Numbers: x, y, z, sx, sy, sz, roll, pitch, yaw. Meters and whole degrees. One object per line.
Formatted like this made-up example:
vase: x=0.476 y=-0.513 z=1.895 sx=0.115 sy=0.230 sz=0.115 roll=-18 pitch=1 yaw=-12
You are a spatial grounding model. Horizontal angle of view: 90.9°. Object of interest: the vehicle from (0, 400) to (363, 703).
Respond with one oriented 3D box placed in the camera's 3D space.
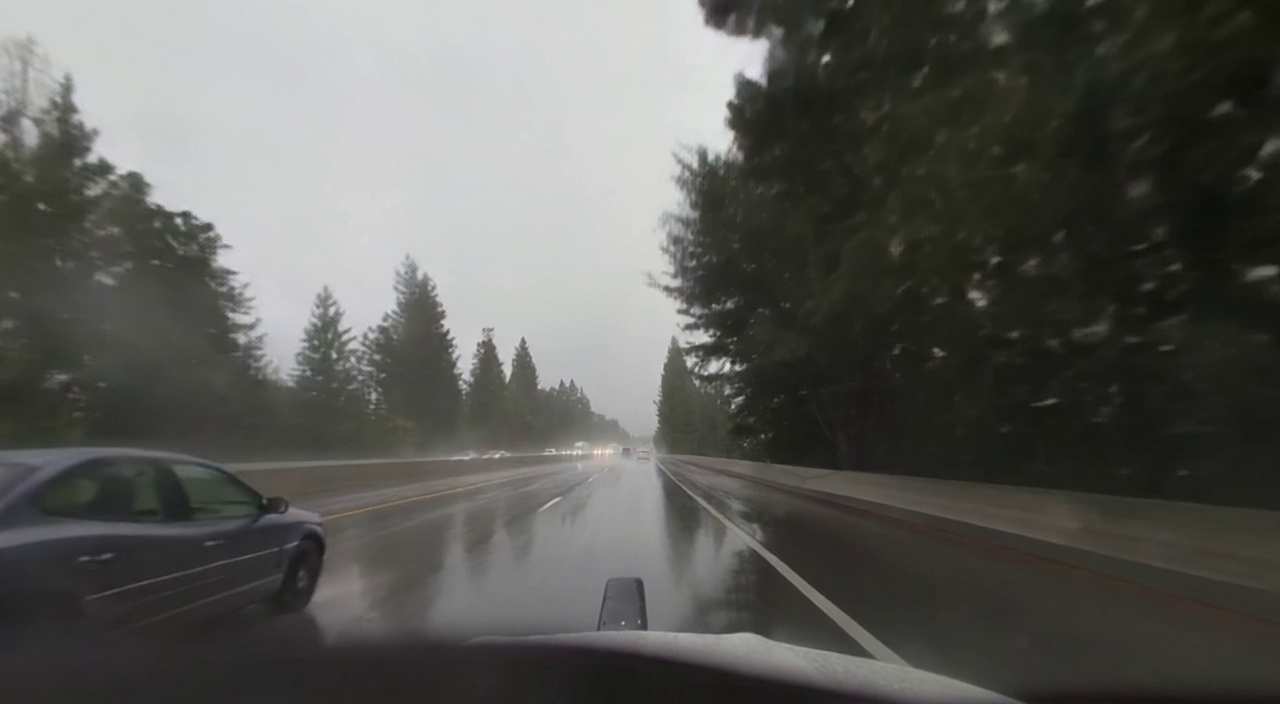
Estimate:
vehicle: x=-3.460 y=1.068 z=3.184 sx=1.969 sy=1.505 sz=4.636 roll=0 pitch=-9 yaw=1
